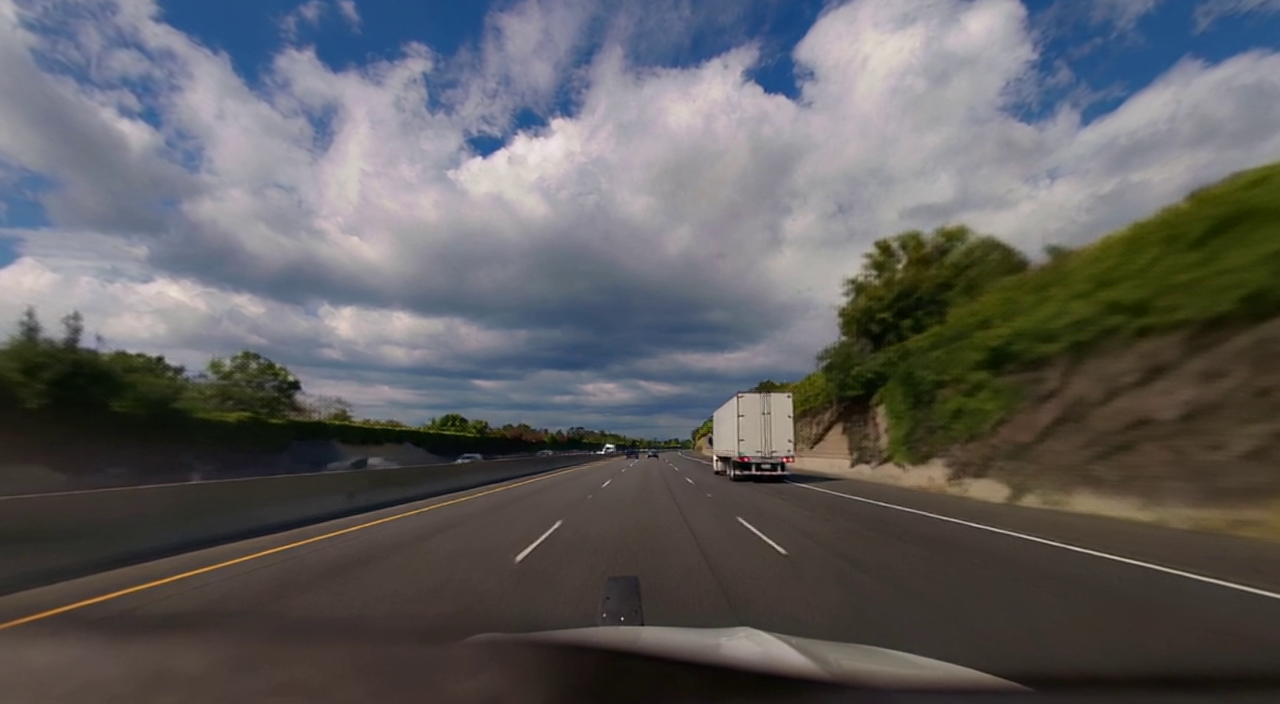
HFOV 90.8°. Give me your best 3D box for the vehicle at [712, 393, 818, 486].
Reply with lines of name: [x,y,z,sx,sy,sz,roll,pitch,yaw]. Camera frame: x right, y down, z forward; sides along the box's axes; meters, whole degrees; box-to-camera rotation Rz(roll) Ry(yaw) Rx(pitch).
vehicle: [4.940,3.785,26.768,2.771,3.313,8.121,0,-9,0]

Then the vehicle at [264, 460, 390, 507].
vehicle: [-10.952,4.619,22.521,2.064,1.417,4.622,0,-9,1]
